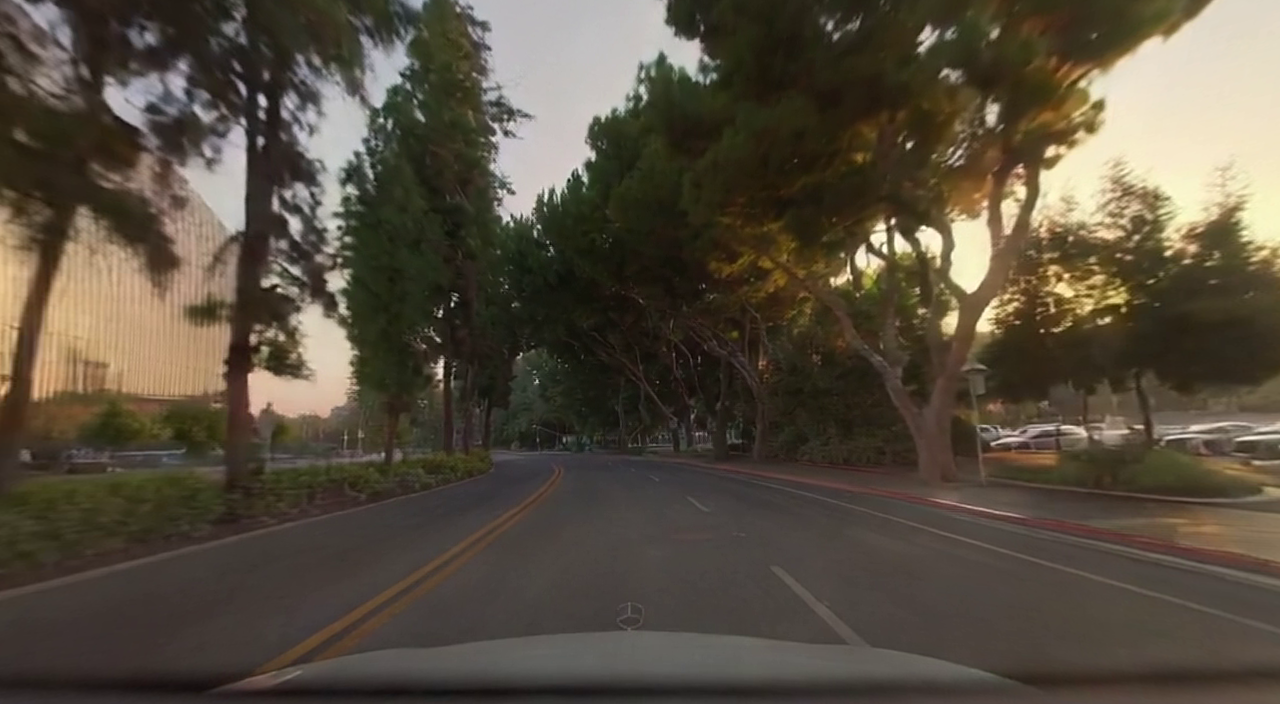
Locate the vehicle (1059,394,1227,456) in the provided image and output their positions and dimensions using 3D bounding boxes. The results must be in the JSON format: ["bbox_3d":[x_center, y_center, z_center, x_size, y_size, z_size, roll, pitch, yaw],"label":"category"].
[{"bbox_3d":[14.994,2.221,18.907,3.595,1.749,1.726,1,-8,-5],"label":"vehicle"}]

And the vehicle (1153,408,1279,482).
[{"bbox_3d":[15.157,2.160,14.784,4.587,1.553,2.083,1,-8,-6],"label":"vehicle"}]

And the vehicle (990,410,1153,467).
[{"bbox_3d":[14.296,2.862,21.004,4.105,1.705,1.995,0,-8,-9],"label":"vehicle"}]
